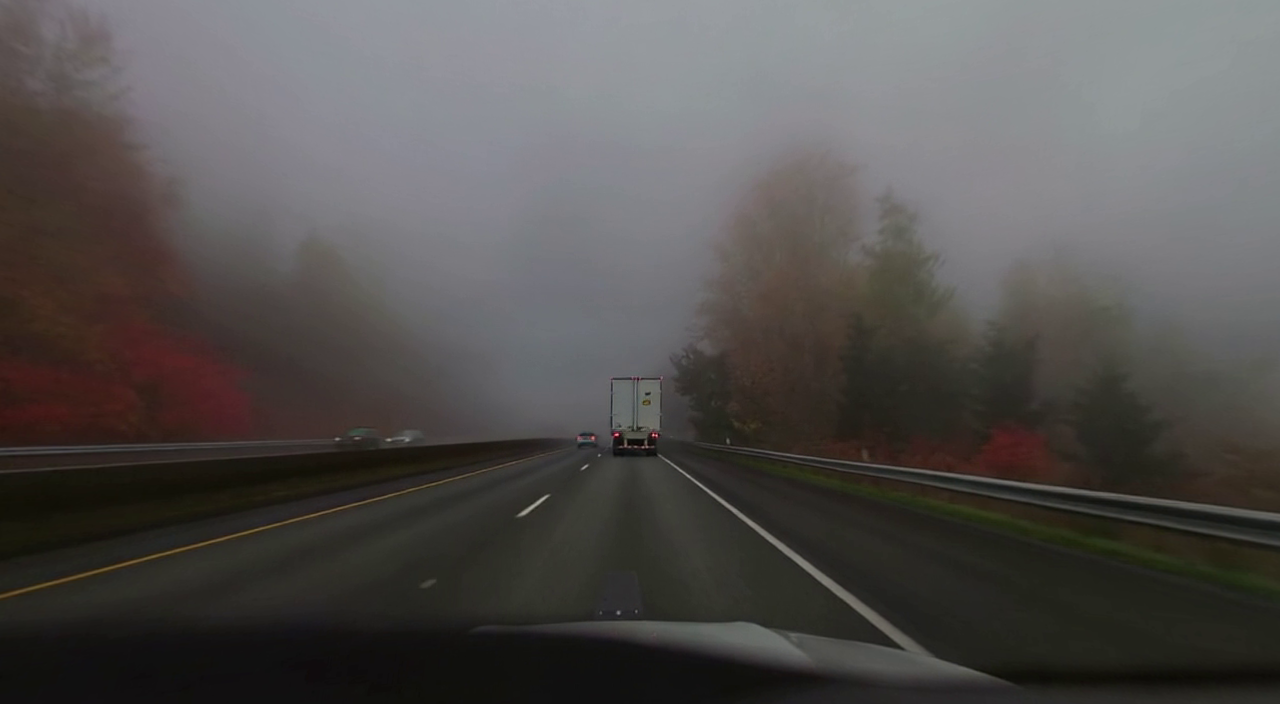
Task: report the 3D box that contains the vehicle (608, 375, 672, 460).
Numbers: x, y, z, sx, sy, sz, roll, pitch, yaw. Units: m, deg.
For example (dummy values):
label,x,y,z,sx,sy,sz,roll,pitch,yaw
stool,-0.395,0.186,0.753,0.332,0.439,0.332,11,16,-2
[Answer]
label,x,y,z,sx,sy,sz,roll,pitch,yaw
vehicle,-0.153,3.884,35.690,3.013,4.016,11.496,0,-8,-2
